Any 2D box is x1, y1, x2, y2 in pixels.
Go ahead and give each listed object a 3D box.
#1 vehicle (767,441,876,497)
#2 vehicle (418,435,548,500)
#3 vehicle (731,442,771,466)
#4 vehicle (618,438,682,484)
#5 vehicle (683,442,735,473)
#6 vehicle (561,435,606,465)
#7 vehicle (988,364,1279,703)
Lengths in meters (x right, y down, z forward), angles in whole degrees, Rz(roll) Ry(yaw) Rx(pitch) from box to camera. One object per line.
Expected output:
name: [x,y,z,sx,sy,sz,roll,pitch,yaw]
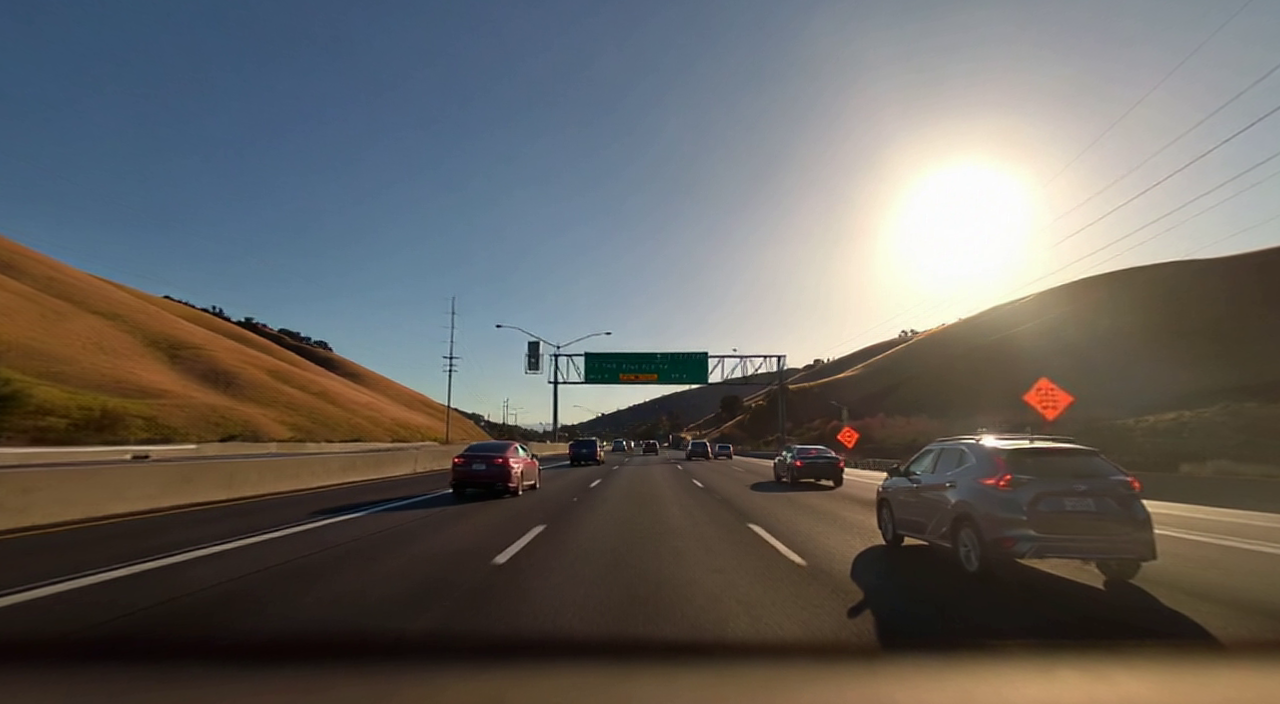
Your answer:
vehicle: [5.263,3.413,18.916,1.867,1.465,4.093,0,-8,-3]
vehicle: [-3.834,2.905,16.296,2.232,1.438,4.163,0,-8,1]
vehicle: [8.170,7.520,46.832,2.042,1.684,4.609,0,-8,0]
vehicle: [0.340,3.935,23.121,2.138,1.473,4.392,0,-8,0]
vehicle: [3.505,5.408,32.617,2.177,1.453,4.205,0,-8,0]
vehicle: [-3.289,5.817,37.665,2.234,1.675,4.527,0,-8,1]
vehicle: [3.848,0.885,2.743,2.018,1.670,4.658,0,-8,0]
